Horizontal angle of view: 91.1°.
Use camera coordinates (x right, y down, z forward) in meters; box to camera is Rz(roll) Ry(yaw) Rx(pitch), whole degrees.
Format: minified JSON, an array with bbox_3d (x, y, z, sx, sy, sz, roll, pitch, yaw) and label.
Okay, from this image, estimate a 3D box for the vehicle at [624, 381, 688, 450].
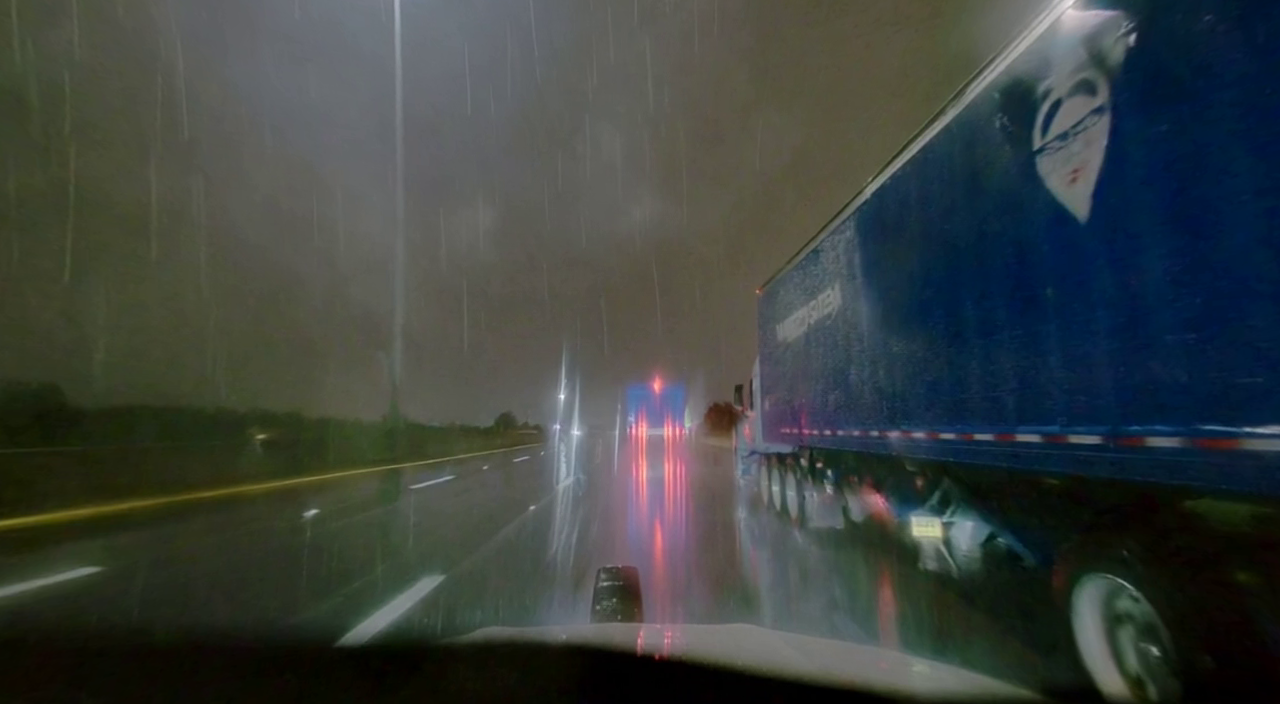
[{"bbox_3d":[0.930,4.197,39.827,3.446,3.698,12.089,0,-8,1],"label":"vehicle"}]
